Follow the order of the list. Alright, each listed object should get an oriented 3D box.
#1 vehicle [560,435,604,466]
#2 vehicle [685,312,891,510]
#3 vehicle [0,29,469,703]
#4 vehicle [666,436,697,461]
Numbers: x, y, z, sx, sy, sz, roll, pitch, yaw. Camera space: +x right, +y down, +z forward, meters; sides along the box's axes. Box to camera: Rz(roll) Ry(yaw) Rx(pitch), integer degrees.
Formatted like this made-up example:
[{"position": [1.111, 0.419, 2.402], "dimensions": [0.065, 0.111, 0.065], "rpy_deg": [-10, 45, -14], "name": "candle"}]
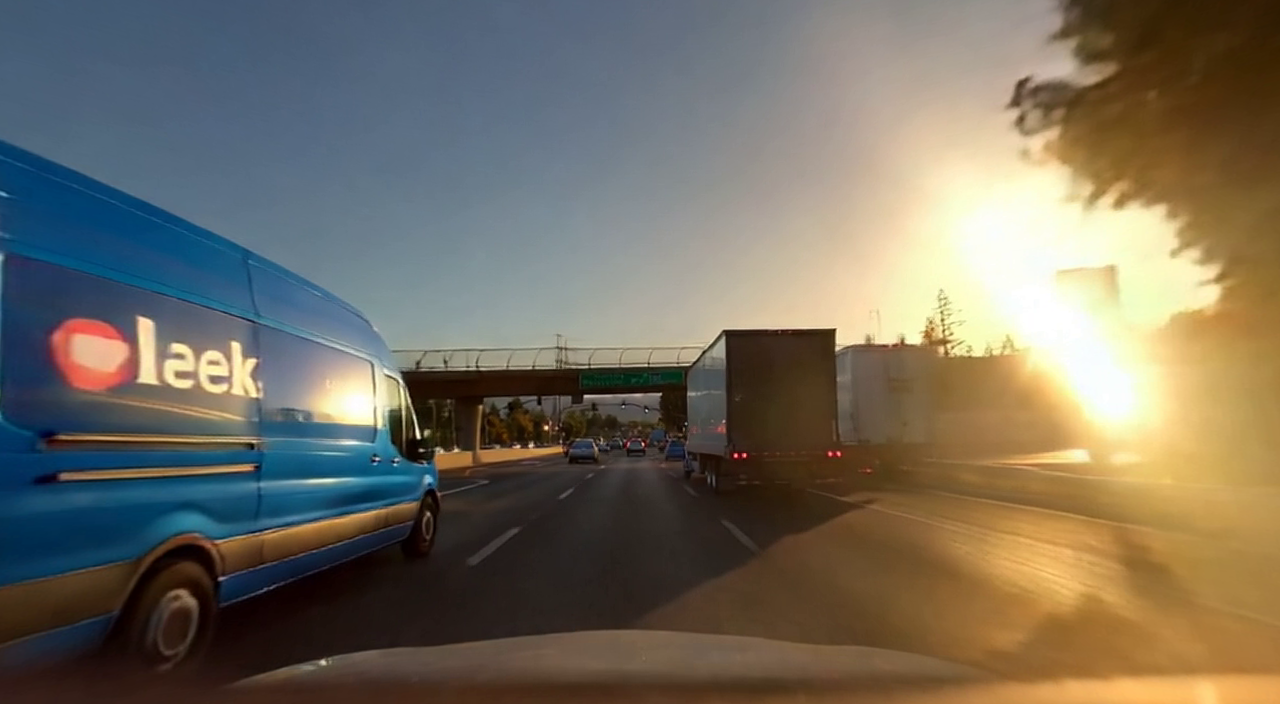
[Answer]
[{"position": [-3.618, 6.277, 40.321], "dimensions": [2.356, 1.766, 5.674], "rpy_deg": [0, -9, -1], "name": "vehicle"}, {"position": [2.960, 1.757, 16.215], "dimensions": [2.861, 3.525, 9.858], "rpy_deg": [0, -9, 0], "name": "vehicle"}, {"position": [-3.464, 0.622, 4.684], "dimensions": [2.443, 2.784, 6.493], "rpy_deg": [0, -9, 1], "name": "vehicle"}, {"position": [2.831, 6.729, 43.894], "dimensions": [1.869, 1.616, 4.346], "rpy_deg": [0, -9, 0], "name": "vehicle"}]
